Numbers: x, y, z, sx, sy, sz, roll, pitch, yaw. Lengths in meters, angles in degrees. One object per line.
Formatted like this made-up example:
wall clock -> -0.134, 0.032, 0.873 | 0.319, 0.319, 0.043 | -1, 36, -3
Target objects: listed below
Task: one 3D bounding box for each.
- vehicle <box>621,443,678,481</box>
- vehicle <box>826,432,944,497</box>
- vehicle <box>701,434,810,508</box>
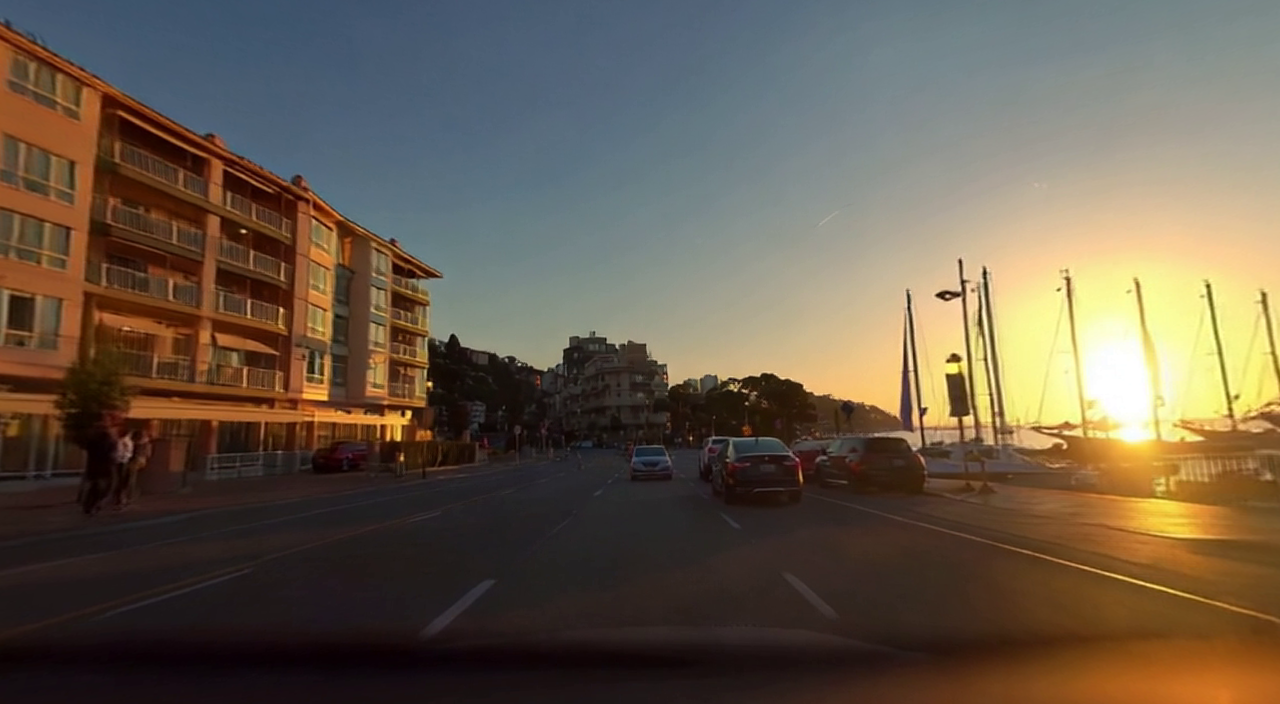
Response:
vehicle -> 0.415, 4.674, 27.061 | 2.284, 1.496, 3.949 | -1, -9, 1
vehicle -> 7.809, 3.631, 20.655 | 1.969, 1.852, 4.514 | 0, -9, -1
vehicle -> 2.784, 2.985, 16.215 | 2.047, 1.640, 4.051 | 0, -9, 0
